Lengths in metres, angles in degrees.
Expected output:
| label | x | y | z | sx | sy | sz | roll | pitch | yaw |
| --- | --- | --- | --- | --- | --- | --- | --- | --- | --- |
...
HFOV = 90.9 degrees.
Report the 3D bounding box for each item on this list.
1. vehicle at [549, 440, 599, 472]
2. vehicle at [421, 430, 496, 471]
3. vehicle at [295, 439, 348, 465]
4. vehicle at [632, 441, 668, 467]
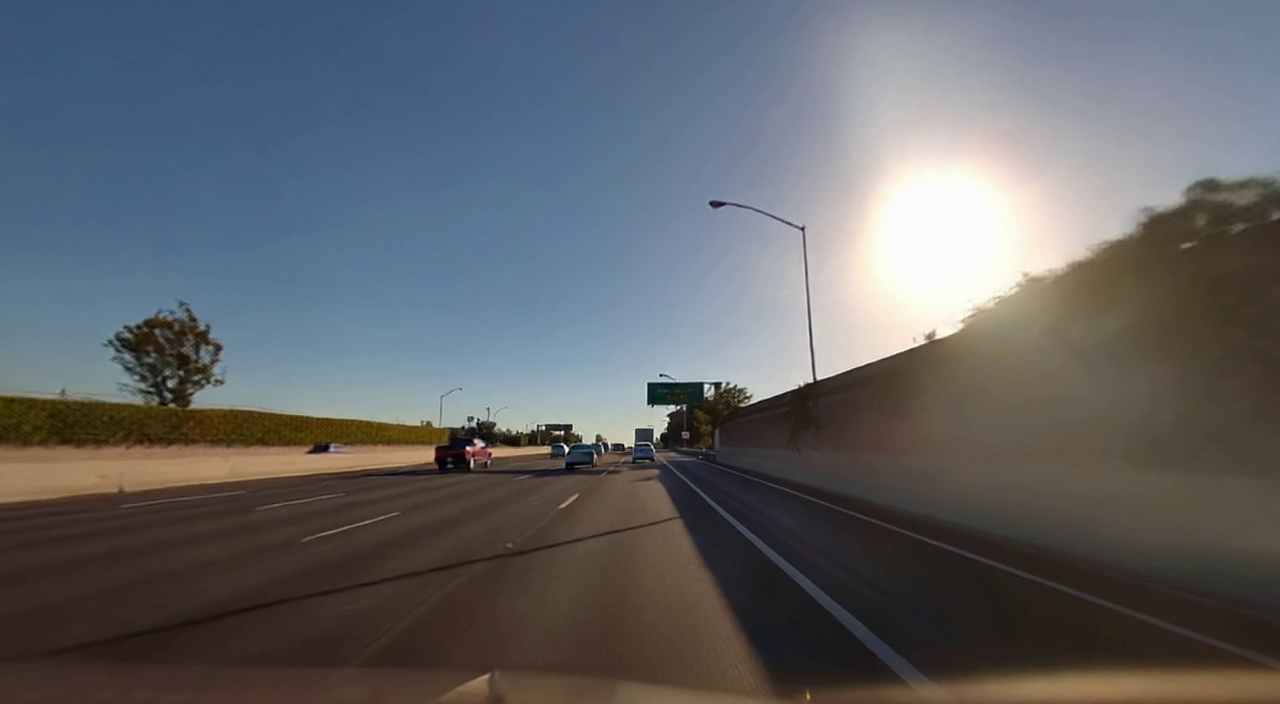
| label | x | y | z | sx | sy | sz | roll | pitch | yaw |
| --- | --- | --- | --- | --- | --- | --- | --- | --- | --- |
| vehicle | -3.246 | 5.218 | 31.779 | 2.056 | 1.480 | 4.022 | 0 | -8 | 1 |
| vehicle | -9.902 | 5.418 | 34.934 | 2.339 | 2.018 | 5.790 | 0 | -8 | 1 |
| vehicle | -19.086 | 5.975 | 37.911 | 1.435 | 1.355 | 3.223 | 3 | -8 | 0 |
| vehicle | 0.592 | 6.212 | 38.722 | 2.073 | 1.480 | 4.343 | 0 | -8 | 0 |
